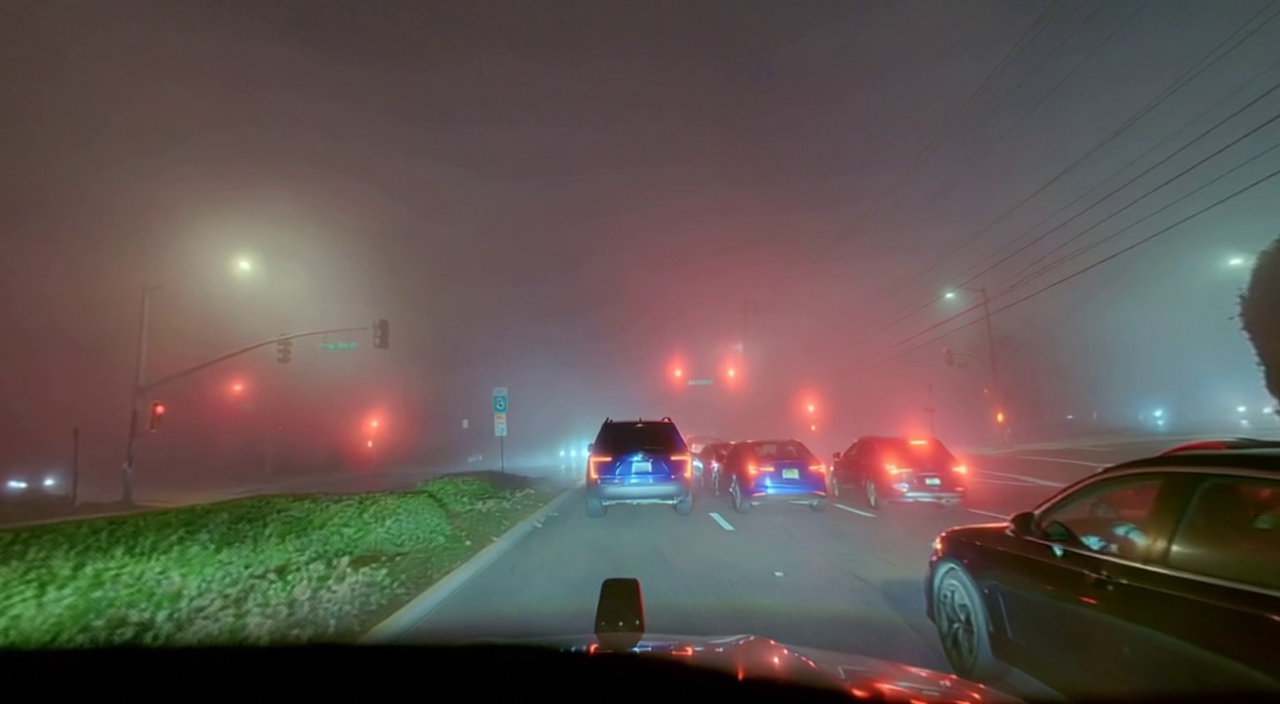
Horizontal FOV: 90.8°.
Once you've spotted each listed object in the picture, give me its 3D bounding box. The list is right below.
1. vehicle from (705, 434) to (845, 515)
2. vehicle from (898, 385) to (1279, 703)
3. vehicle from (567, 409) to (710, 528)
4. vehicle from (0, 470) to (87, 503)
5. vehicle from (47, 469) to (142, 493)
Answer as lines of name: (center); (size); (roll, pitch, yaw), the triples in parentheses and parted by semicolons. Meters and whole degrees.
vehicle: (2.739, 2.606, 13.980); (2.025, 1.477, 4.333); (0, -9, -2)
vehicle: (2.756, 0.872, 2.047); (2.004, 1.460, 4.297); (0, -9, 0)
vehicle: (-0.052, 2.206, 12.443); (2.236, 1.856, 4.816); (0, -9, -1)
vehicle: (-33.329, 7.281, 34.339); (4.550, 1.601, 1.766); (1, -9, -7)
vehicle: (-38.047, 9.018, 44.158); (4.569, 1.505, 1.992); (1, -9, -5)
